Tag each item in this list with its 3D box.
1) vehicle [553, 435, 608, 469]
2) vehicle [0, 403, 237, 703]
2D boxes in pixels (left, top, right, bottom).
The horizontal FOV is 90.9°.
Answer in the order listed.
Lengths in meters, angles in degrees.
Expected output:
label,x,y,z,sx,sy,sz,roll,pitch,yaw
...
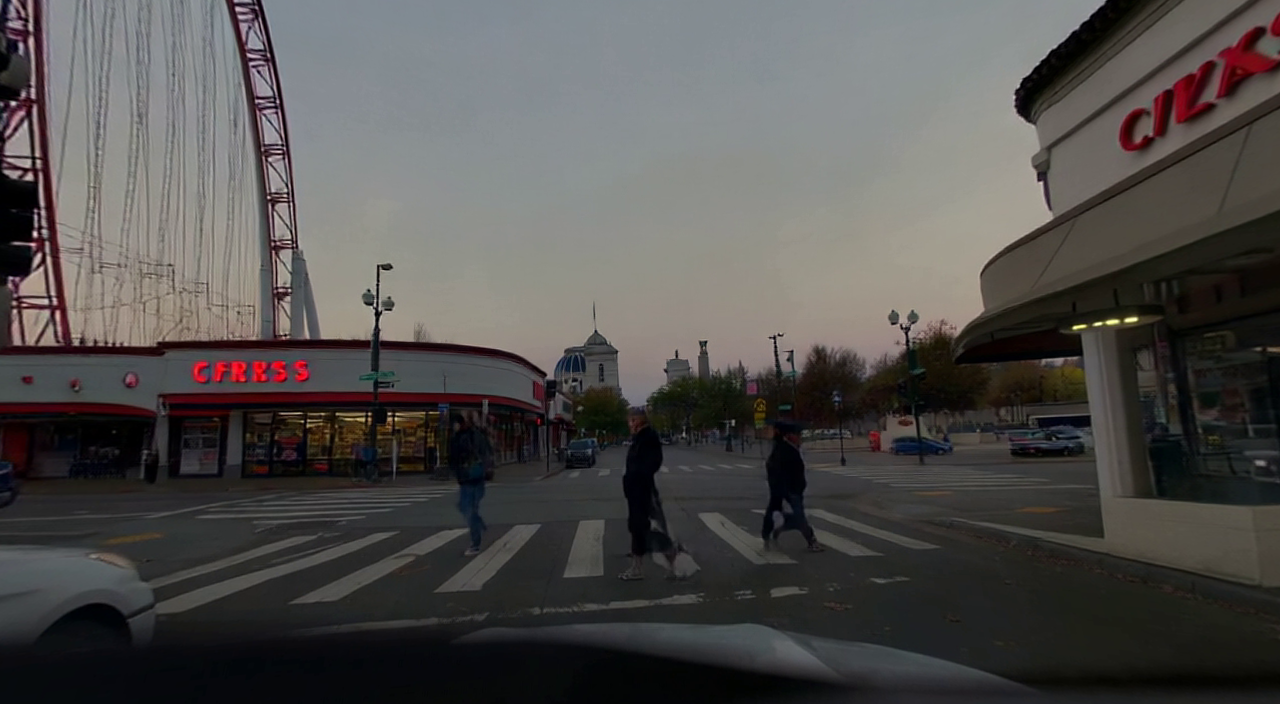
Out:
label,x,y,z,sx,sy,sz,roll,pitch,yaw
vehicle,-3.885,6.355,40.268,2.549,2.000,5.699,2,-9,-15
vehicle,-3.371,0.787,1.186,1.940,1.505,4.676,-1,-9,3
